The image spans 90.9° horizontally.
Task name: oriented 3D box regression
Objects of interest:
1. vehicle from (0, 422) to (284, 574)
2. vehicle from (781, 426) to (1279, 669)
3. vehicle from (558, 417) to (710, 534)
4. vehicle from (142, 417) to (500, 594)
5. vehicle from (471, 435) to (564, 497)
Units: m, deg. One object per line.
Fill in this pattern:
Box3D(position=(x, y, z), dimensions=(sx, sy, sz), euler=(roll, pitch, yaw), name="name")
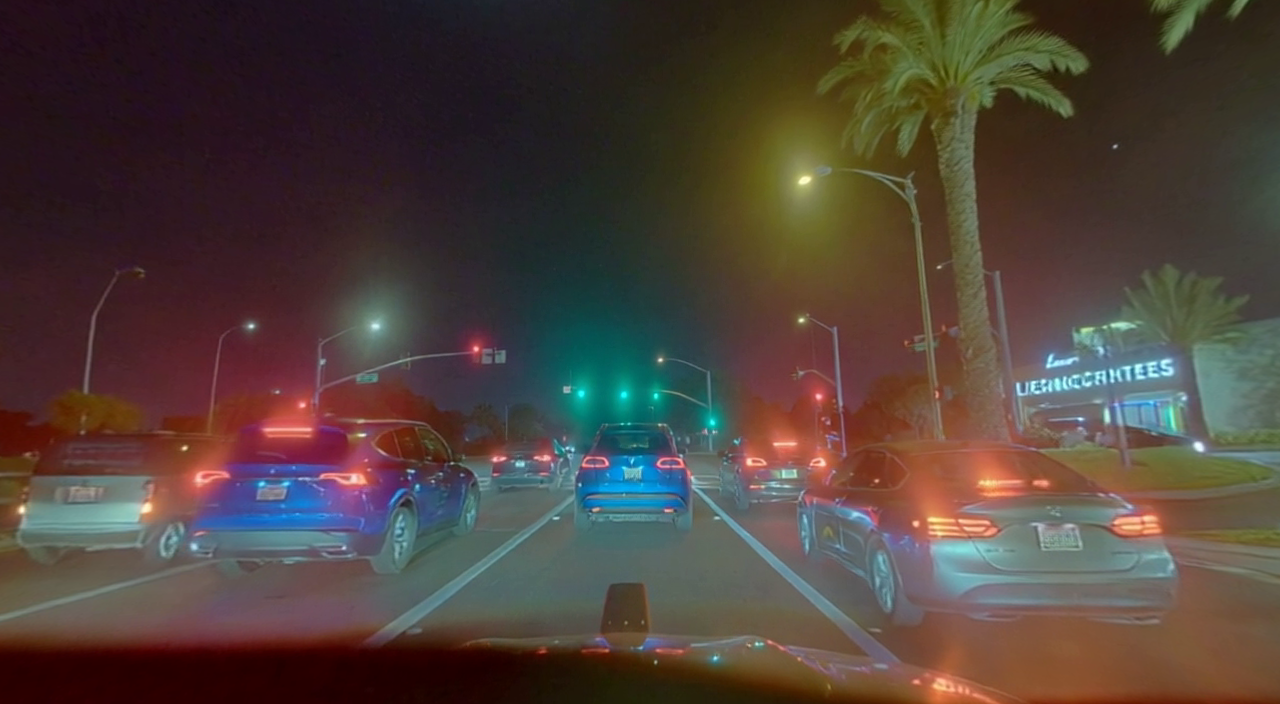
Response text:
Box3D(position=(-6.955, 1.803, 8.559), dimensions=(1.889, 1.554, 4.033), euler=(0, -8, -1), name="vehicle")
Box3D(position=(2.974, 1.561, 6.289), dimensions=(2.017, 1.491, 4.611), euler=(0, -8, -1), name="vehicle")
Box3D(position=(-0.144, 2.188, 11.738), dimensions=(2.280, 1.747, 4.361), euler=(0, -8, -2), name="vehicle")
Box3D(position=(-3.308, 1.685, 7.813), dimensions=(2.014, 1.534, 4.455), euler=(0, -9, 1), name="vehicle")
Box3D(position=(-3.381, 3.229, 18.181), dimensions=(1.927, 1.568, 3.733), euler=(0, -8, 0), name="vehicle")
